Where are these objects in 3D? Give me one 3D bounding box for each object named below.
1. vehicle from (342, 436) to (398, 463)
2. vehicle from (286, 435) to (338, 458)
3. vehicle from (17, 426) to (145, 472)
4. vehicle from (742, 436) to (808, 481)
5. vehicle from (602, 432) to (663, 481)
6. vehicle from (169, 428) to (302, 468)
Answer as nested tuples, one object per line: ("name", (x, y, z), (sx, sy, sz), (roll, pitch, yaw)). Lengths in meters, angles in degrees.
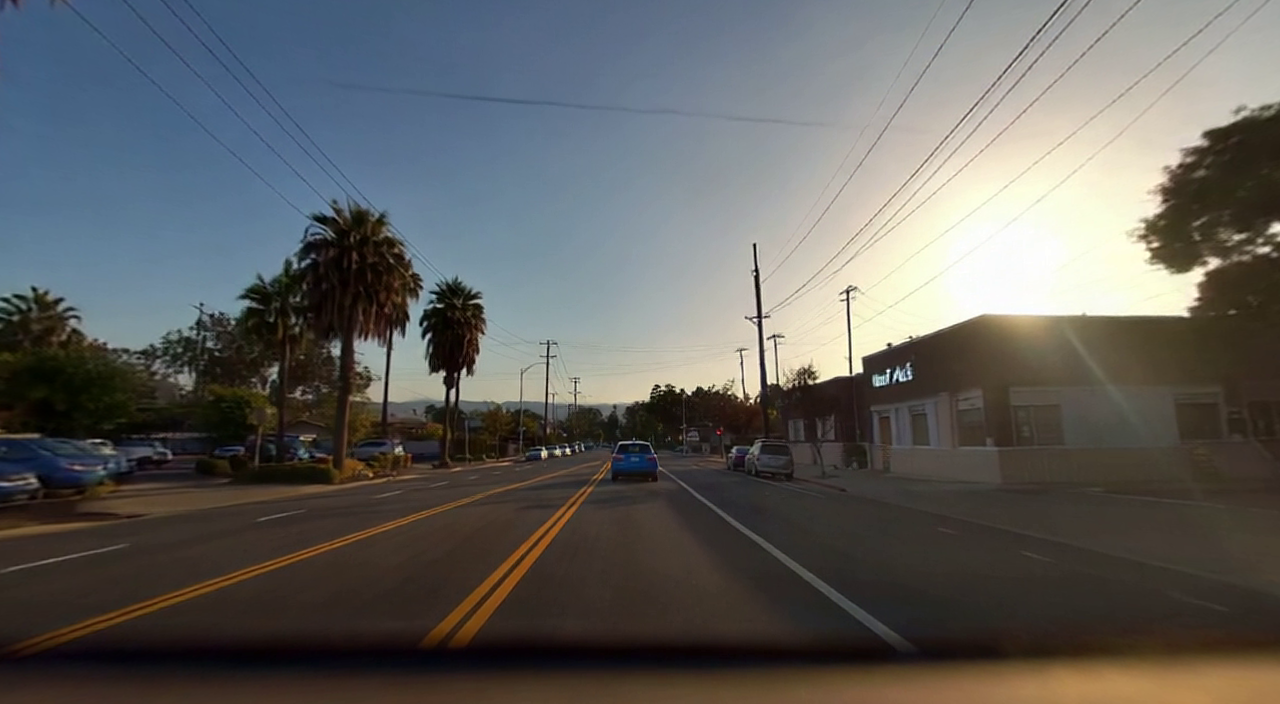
("vehicle", (-17.715, 6.404, 41.514), (2.084, 1.678, 4.707), (1, -9, -7))
("vehicle", (-23.003, 6.661, 44.291), (1.829, 1.492, 4.487), (1, -9, -8))
("vehicle", (-22.109, 3.859, 25.178), (1.860, 1.656, 4.483), (2, -9, -14))
("vehicle", (5.878, 4.699, 27.991), (1.945, 1.791, 4.460), (0, -9, 0))
("vehicle", (-0.283, 4.213, 25.611), (2.264, 1.798, 4.563), (0, -8, 0))
("vehicle", (-19.133, 4.543, 29.919), (4.976, 1.741, 1.986), (7, -11, -40))
